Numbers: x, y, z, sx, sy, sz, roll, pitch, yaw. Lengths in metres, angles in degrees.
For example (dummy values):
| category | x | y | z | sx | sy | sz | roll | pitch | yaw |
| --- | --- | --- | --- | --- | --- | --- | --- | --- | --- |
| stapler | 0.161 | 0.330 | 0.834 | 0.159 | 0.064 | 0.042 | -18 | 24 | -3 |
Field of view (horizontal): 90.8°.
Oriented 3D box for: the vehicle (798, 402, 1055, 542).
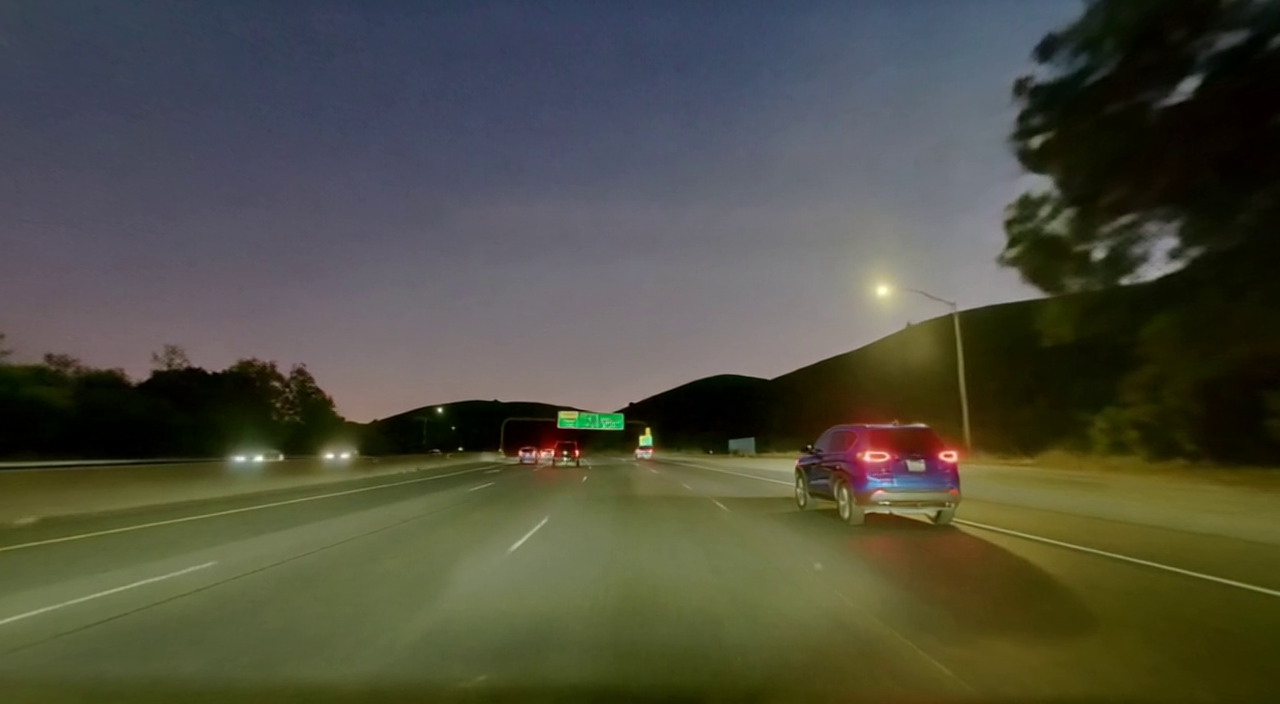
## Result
| category | x | y | z | sx | sy | sz | roll | pitch | yaw |
| --- | --- | --- | --- | --- | --- | --- | --- | --- | --- |
| vehicle | 4.554 | 2.017 | 11.158 | 2.103 | 1.903 | 4.837 | 0 | -9 | -2 |

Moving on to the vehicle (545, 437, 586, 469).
| category | x | y | z | sx | sy | sz | roll | pitch | yaw |
| --- | --- | --- | --- | --- | --- | --- | --- | --- | --- |
| vehicle | -5.348 | 7.323 | 45.881 | 2.537 | 2.121 | 5.251 | 0 | -9 | -2 |
